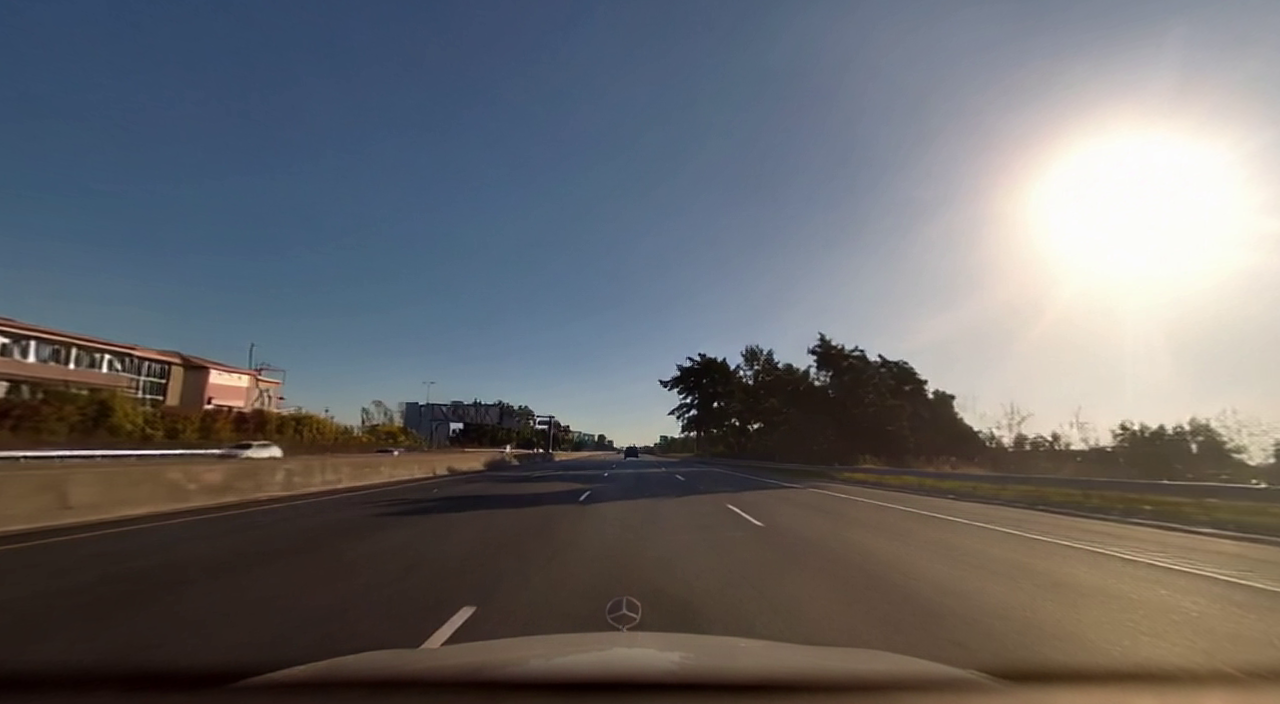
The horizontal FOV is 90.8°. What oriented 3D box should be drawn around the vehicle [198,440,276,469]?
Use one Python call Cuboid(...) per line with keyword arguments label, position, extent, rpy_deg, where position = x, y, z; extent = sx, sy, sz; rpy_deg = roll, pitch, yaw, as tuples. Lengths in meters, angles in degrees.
Cuboid(label="vehicle", position=(-20.775, 5.307, 32.717), extent=(1.655, 1.398, 3.546), rpy_deg=(0, -9, 0))
